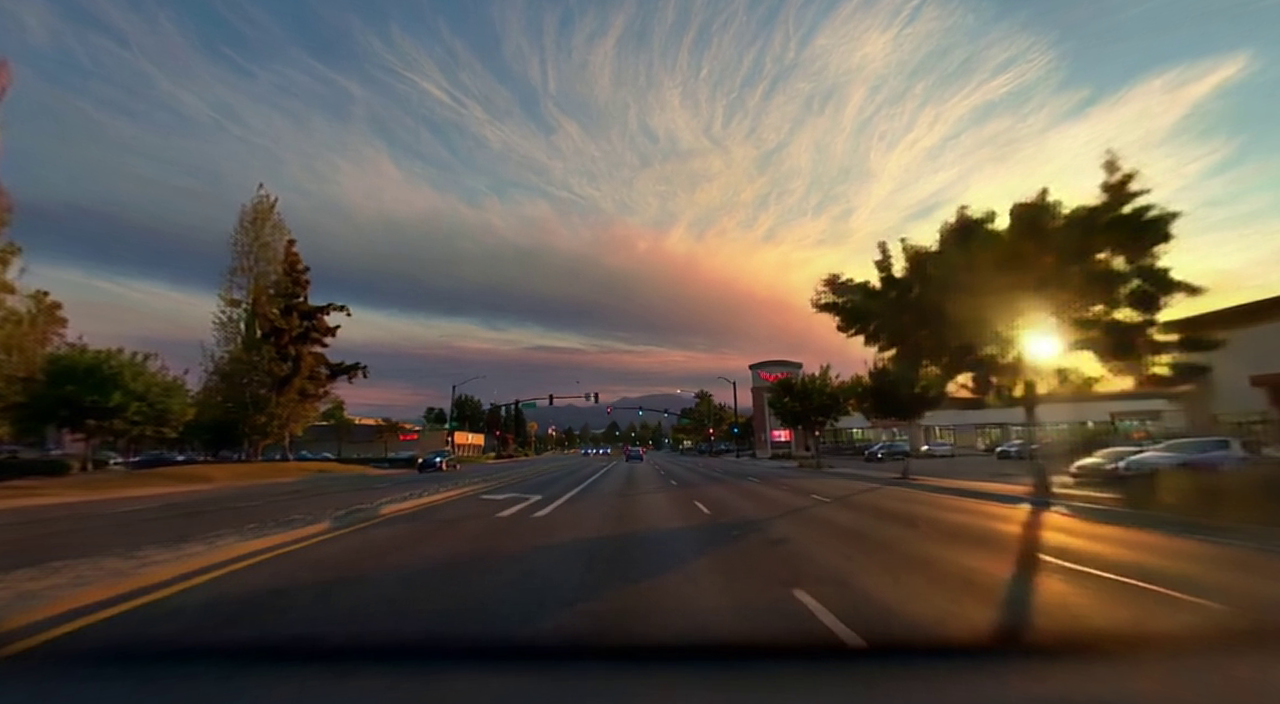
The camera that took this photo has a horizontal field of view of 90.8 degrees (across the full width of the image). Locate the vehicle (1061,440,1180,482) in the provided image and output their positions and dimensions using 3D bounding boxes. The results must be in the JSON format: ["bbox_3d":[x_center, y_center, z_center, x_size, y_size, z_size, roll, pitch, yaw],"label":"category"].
[{"bbox_3d":[19.633,4.401,25.772,4.632,1.567,1.960,5,-10,-28],"label":"vehicle"}]

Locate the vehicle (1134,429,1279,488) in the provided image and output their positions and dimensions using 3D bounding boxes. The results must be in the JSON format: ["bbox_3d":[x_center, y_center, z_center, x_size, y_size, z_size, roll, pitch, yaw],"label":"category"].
[{"bbox_3d":[20.416,3.752,22.449,5.072,1.887,2.189,4,-10,-24],"label":"vehicle"}]

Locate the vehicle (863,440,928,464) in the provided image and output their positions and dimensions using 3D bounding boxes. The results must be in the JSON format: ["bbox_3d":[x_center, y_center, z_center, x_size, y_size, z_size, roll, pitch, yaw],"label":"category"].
[{"bbox_3d":[19.217,7.487,47.408,4.717,1.714,1.985,5,-10,-30],"label":"vehicle"}]

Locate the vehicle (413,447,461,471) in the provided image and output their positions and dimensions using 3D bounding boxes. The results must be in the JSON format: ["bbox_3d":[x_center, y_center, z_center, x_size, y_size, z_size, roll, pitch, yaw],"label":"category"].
[{"bbox_3d":[-15.830,8.371,49.571,2.102,1.800,4.849,0,-9,0],"label":"vehicle"}]
